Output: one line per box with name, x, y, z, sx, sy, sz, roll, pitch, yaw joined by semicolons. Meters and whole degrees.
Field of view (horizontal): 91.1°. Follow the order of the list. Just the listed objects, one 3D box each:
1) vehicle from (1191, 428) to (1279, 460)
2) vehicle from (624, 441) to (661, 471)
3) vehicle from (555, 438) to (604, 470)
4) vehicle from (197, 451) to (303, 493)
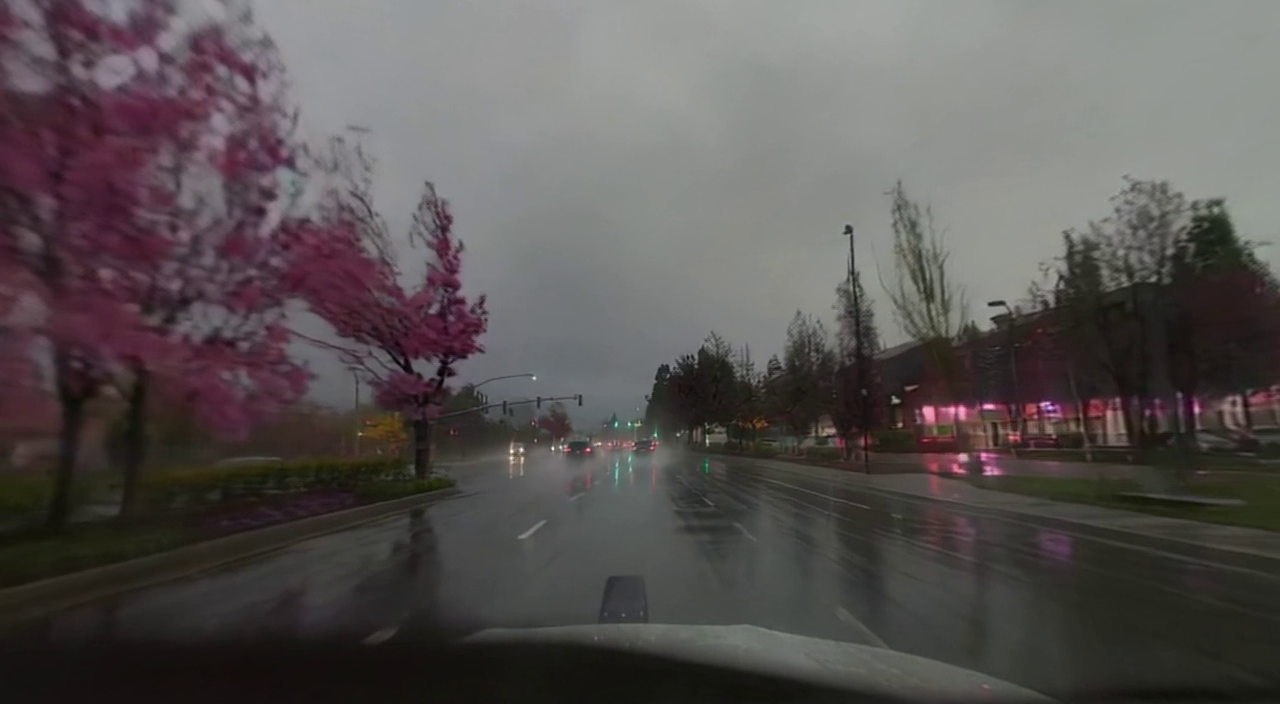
vehicle;29.716;4.423;30.367;1.832;1.421;4.597;-1;-8;-2
vehicle;0.125;6.290;38.250;2.149;1.701;4.379;0;-8;-1
vehicle;-3.627;6.224;38.514;2.453;1.844;4.751;0;-8;1
vehicle;-18.225;5.587;29.664;2.030;1.750;4.597;0;-8;0
